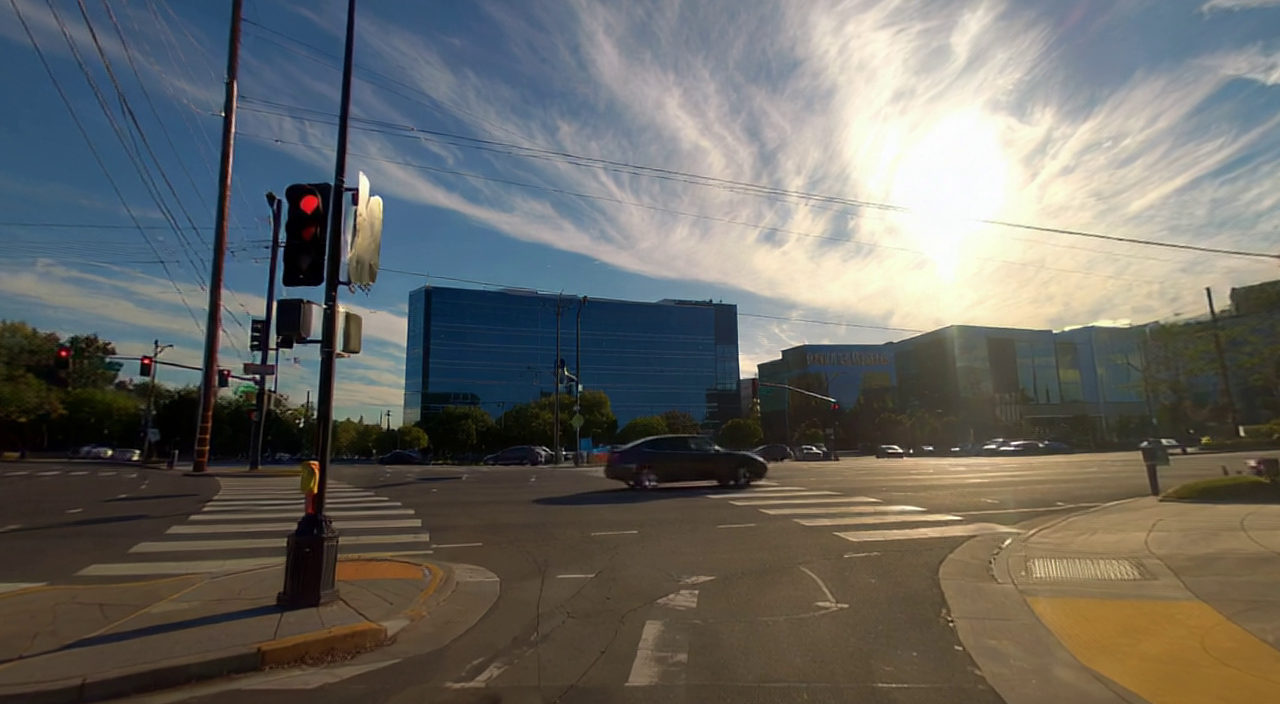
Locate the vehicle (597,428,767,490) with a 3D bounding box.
[{"bbox_3d":[1.118,3.068,18.274,4.530,1.648,2.075,1,-9,-8],"label":"vehicle"}]

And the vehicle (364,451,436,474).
[{"bbox_3d":[-17.161,7.858,45.147,4.623,1.471,1.805,4,-9,-25],"label":"vehicle"}]

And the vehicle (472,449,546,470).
[{"bbox_3d":[-9.379,7.719,45.354,4.837,1.407,1.818,4,-9,-26],"label":"vehicle"}]
